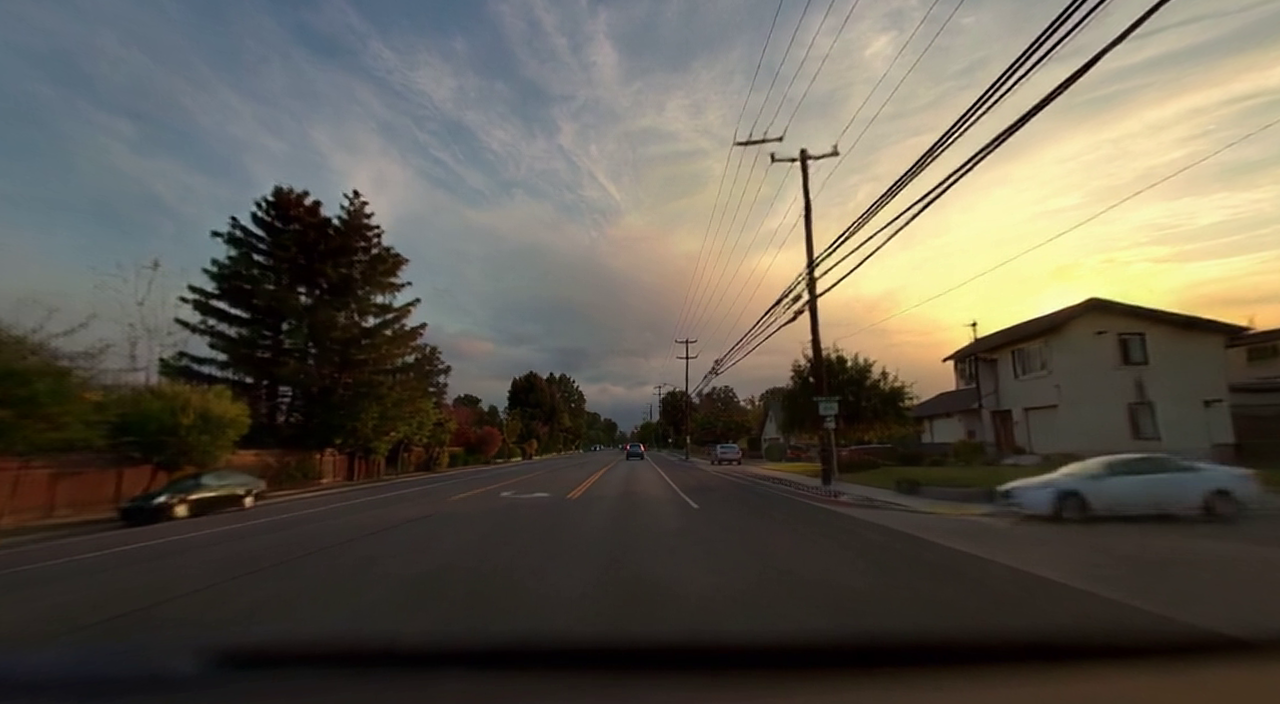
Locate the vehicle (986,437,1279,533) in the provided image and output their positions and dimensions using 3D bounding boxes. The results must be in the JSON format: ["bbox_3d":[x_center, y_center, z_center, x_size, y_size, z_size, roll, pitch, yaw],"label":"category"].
[{"bbox_3d":[8.761,2.211,10.800,4.487,1.461,1.874,-1,-9,8],"label":"vehicle"}]

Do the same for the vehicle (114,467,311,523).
[{"bbox_3d":[-12.193,4.085,18.449,2.530,1.265,4.495,-1,-8,2],"label":"vehicle"}]

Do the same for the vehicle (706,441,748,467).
[{"bbox_3d":[5.841,6.943,42.831,2.039,1.637,4.782,0,-9,-1],"label":"vehicle"}]
